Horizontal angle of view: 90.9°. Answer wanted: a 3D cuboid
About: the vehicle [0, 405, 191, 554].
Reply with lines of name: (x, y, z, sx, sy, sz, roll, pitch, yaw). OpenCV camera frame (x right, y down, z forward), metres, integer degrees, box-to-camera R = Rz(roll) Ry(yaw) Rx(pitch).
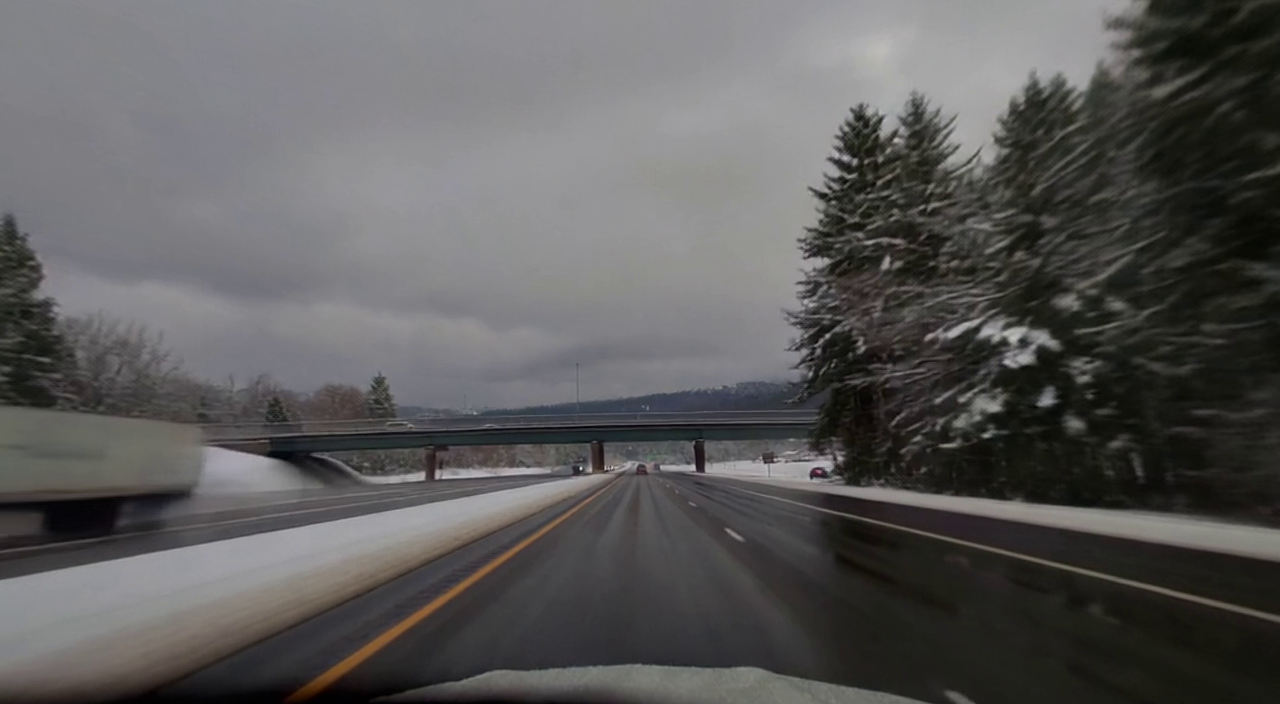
vehicle: (-13.013, 2.609, 13.071, 2.571, 2.692, 6.357, 1, -11, 0)
